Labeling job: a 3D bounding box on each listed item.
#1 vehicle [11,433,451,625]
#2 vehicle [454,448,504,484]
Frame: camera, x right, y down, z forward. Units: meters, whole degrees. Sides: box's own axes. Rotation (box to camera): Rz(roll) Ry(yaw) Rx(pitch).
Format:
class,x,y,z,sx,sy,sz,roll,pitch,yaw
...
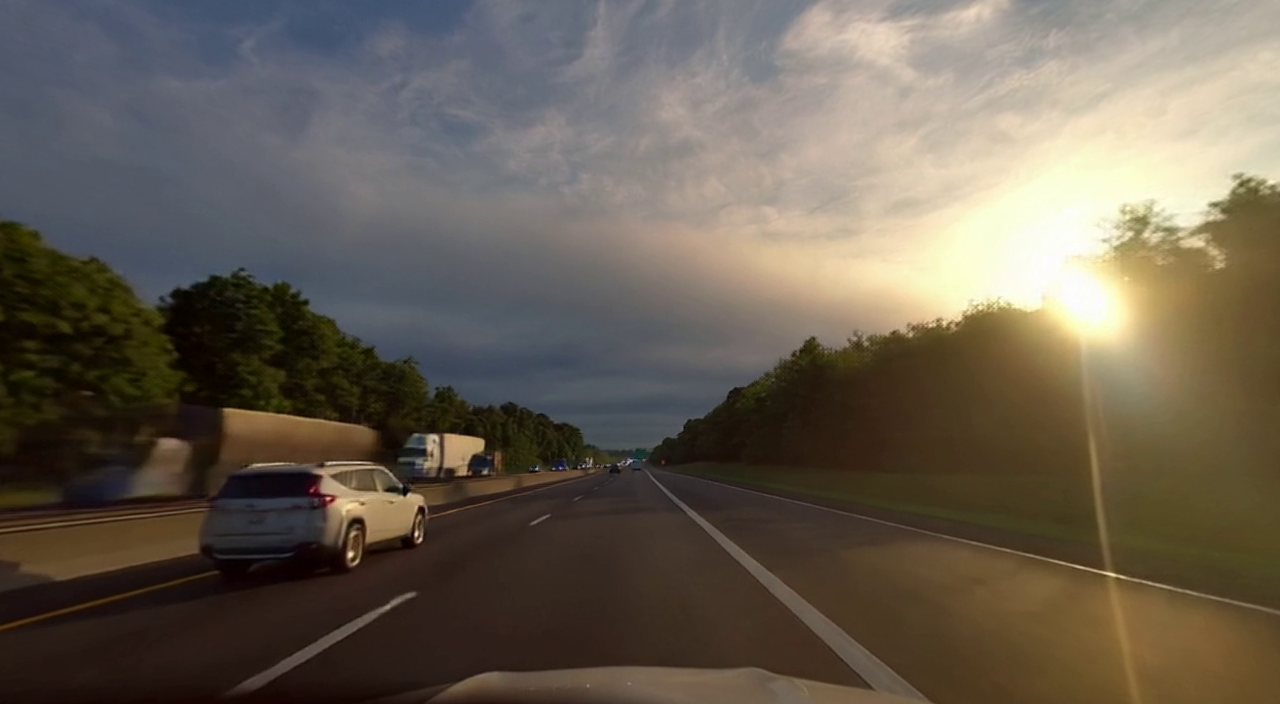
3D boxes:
class,x,y,z,sx,sy,sz,roll,pitch,yaw
vehicle,-3.945,1.818,7.312,2.043,1.486,4.442,0,-10,1
vehicle,-12.557,8.988,49.579,2.237,2.599,5.741,0,-10,1
